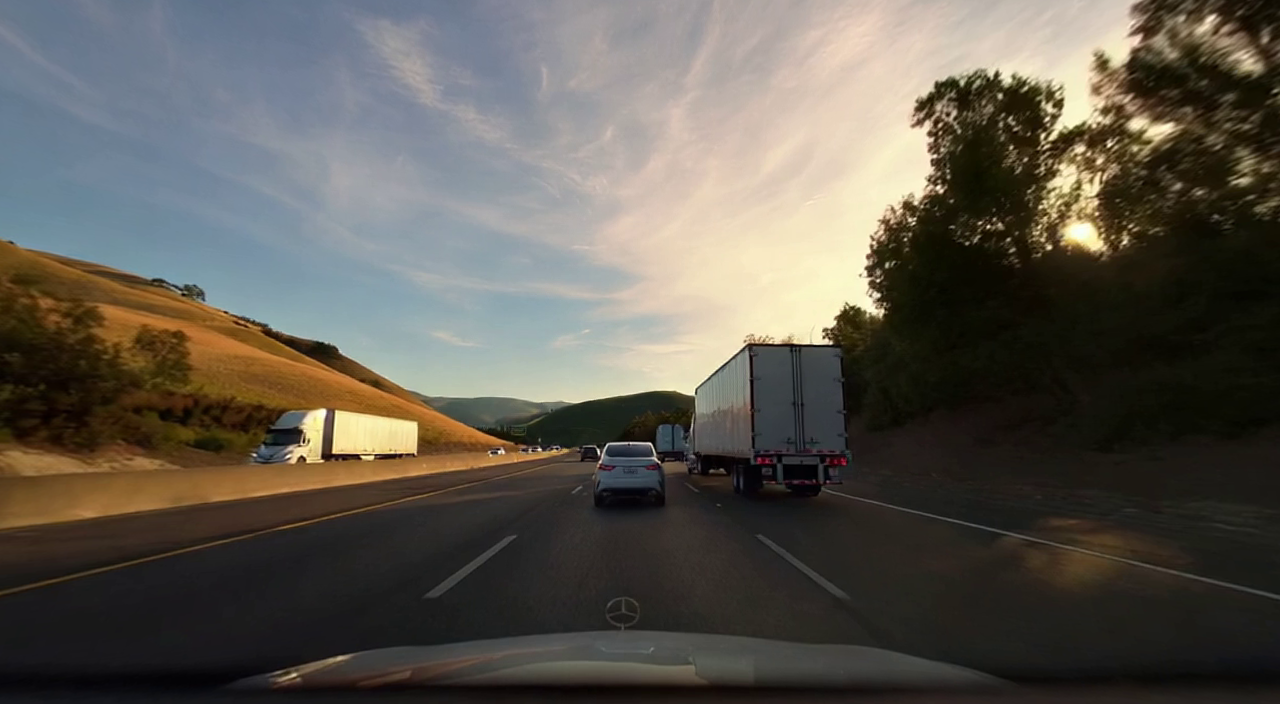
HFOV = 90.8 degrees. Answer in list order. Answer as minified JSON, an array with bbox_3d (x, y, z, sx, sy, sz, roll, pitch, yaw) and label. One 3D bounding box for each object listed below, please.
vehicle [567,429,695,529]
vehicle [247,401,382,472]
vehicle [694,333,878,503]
[{"bbox_3d":[-0.179,2.410,12.415,2.109,1.639,3.768,0,-9,-1],"label":"vehicle"},{"bbox_3d":[-19.869,5.421,39.672,2.962,3.847,10.654,0,-9,-1],"label":"vehicle"},{"bbox_3d":[4.023,2.620,21.935,2.812,4.024,14.098,0,-9,-1],"label":"vehicle"}]
